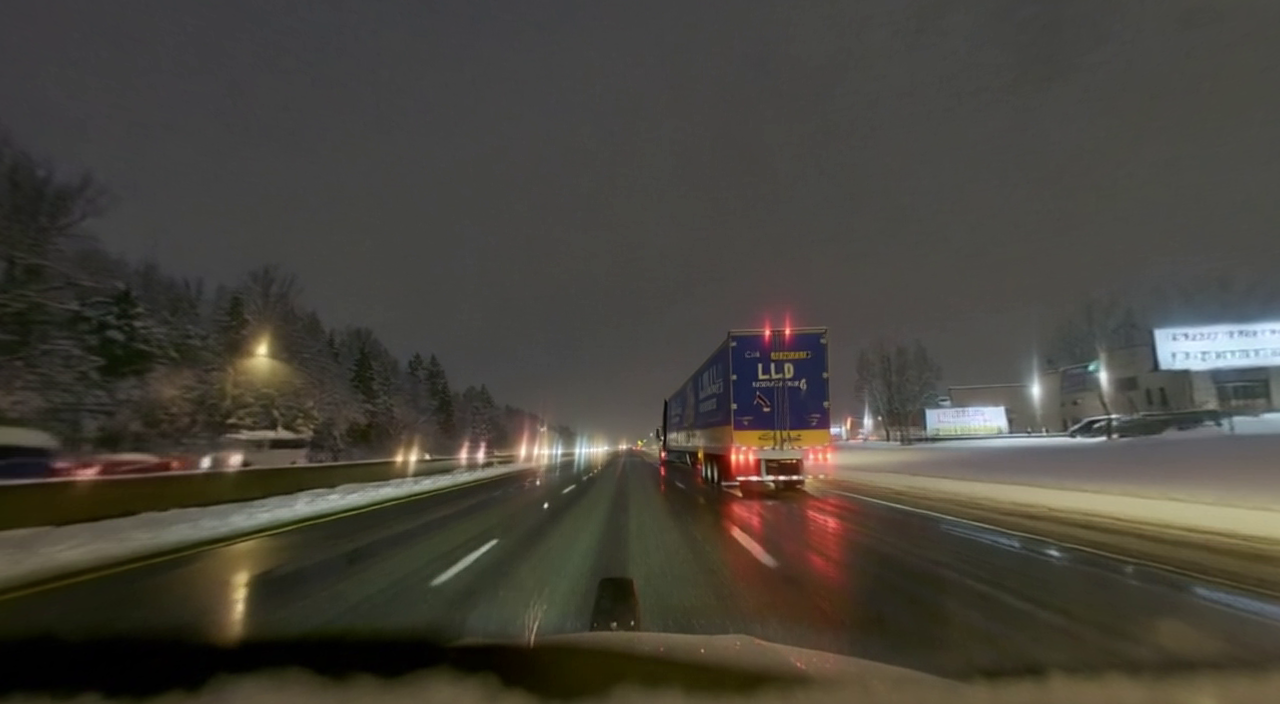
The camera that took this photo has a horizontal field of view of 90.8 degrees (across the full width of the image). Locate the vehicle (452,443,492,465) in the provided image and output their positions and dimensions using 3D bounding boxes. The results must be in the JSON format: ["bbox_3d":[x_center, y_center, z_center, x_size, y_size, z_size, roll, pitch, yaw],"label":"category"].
[{"bbox_3d":[-11.486,6.974,43.386,1.806,1.408,3.416,0,-9,1],"label":"vehicle"}]

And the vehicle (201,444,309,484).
[{"bbox_3d":[-14.753,4.277,24.457,1.956,1.417,3.549,0,-9,-1],"label":"vehicle"}]

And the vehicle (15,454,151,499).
[{"bbox_3d":[-18.410,4.096,21.071,1.545,1.318,3.236,0,-9,0],"label":"vehicle"}]

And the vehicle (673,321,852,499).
[{"bbox_3d":[3.434,2.679,24.089,2.891,4.387,17.121,0,-9,-2],"label":"vehicle"}]
